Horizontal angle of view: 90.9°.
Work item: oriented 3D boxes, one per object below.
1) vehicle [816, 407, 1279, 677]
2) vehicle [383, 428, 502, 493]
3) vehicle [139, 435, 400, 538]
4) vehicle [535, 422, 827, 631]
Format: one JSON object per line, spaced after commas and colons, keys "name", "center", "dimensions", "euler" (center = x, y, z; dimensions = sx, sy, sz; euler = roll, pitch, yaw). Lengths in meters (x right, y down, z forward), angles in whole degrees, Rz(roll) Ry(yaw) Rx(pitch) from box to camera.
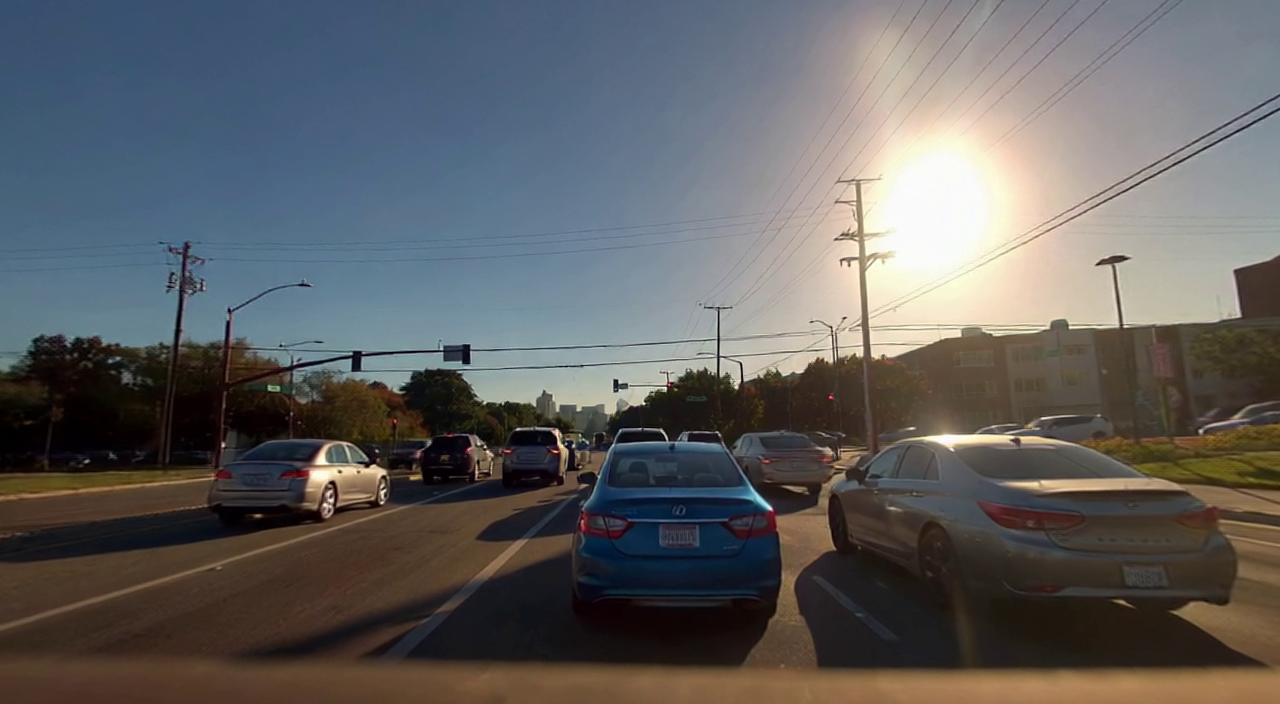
{"name": "vehicle", "center": [3.141, 1.385, 5.737], "dimensions": [1.870, 1.523, 4.096], "euler": [0, -8, 0]}
{"name": "vehicle", "center": [-6.254, 3.491, 20.773], "dimensions": [2.070, 1.824, 5.196], "euler": [-1, -8, 2]}
{"name": "vehicle", "center": [-6.396, 2.328, 11.709], "dimensions": [1.955, 1.497, 4.639], "euler": [-1, -8, 1]}
{"name": "vehicle", "center": [0.300, 1.557, 6.613], "dimensions": [2.109, 1.483, 3.964], "euler": [0, -8, 0]}
